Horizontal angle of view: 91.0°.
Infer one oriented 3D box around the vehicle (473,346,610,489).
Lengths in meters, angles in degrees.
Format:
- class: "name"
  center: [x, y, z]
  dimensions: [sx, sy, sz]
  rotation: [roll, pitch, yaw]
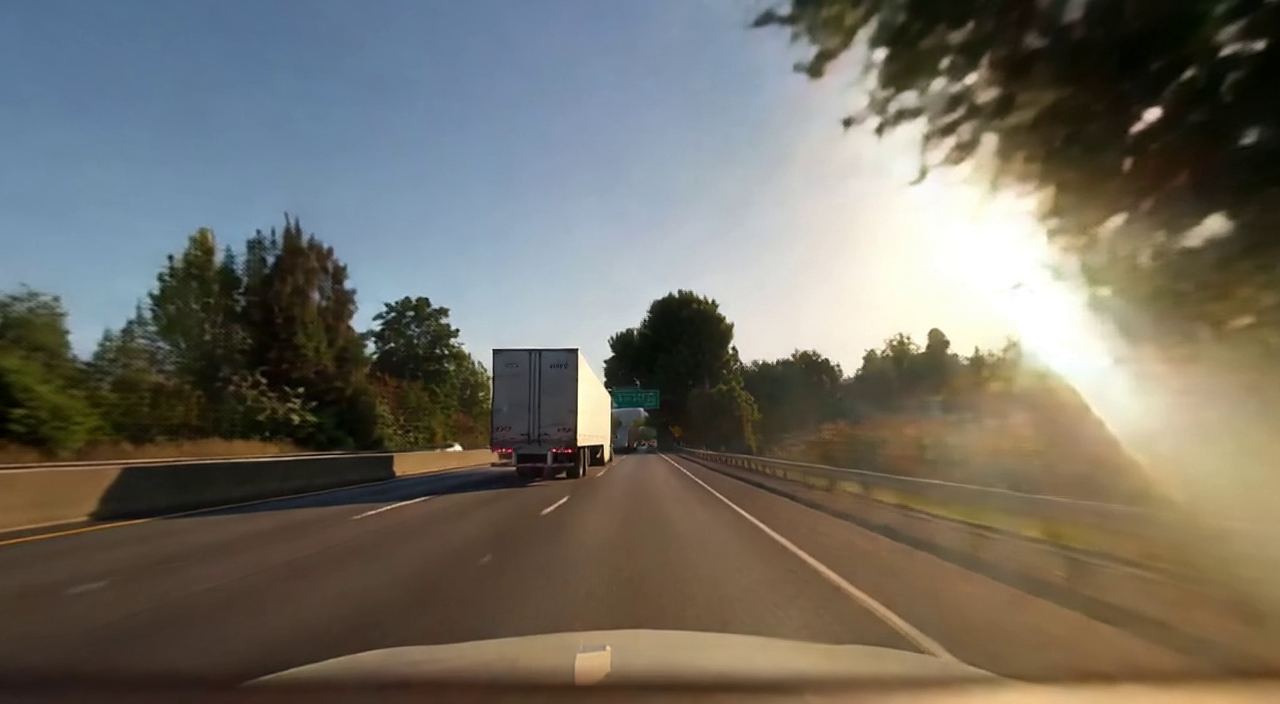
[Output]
- class: "vehicle"
  center: [-3.097, 2.857, 24.882]
  dimensions: [2.947, 4.051, 14.256]
  rotation: [0, -8, 1]
